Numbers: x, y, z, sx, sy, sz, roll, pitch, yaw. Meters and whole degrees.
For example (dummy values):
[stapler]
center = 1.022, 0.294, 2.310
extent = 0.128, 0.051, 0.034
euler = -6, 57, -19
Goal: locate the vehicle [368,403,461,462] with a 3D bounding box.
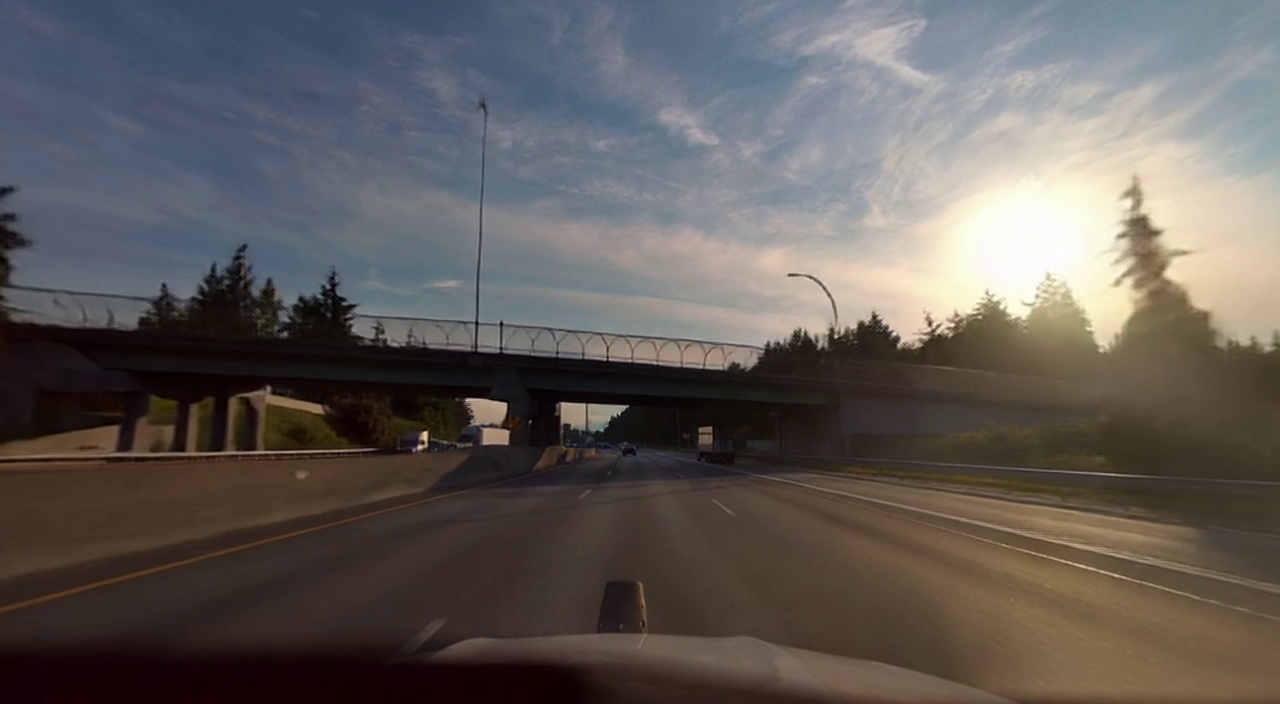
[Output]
[vehicle]
center = -16.109, 6.014, 46.098
extent = 2.985, 3.790, 10.161
euler = 0, -9, 0
